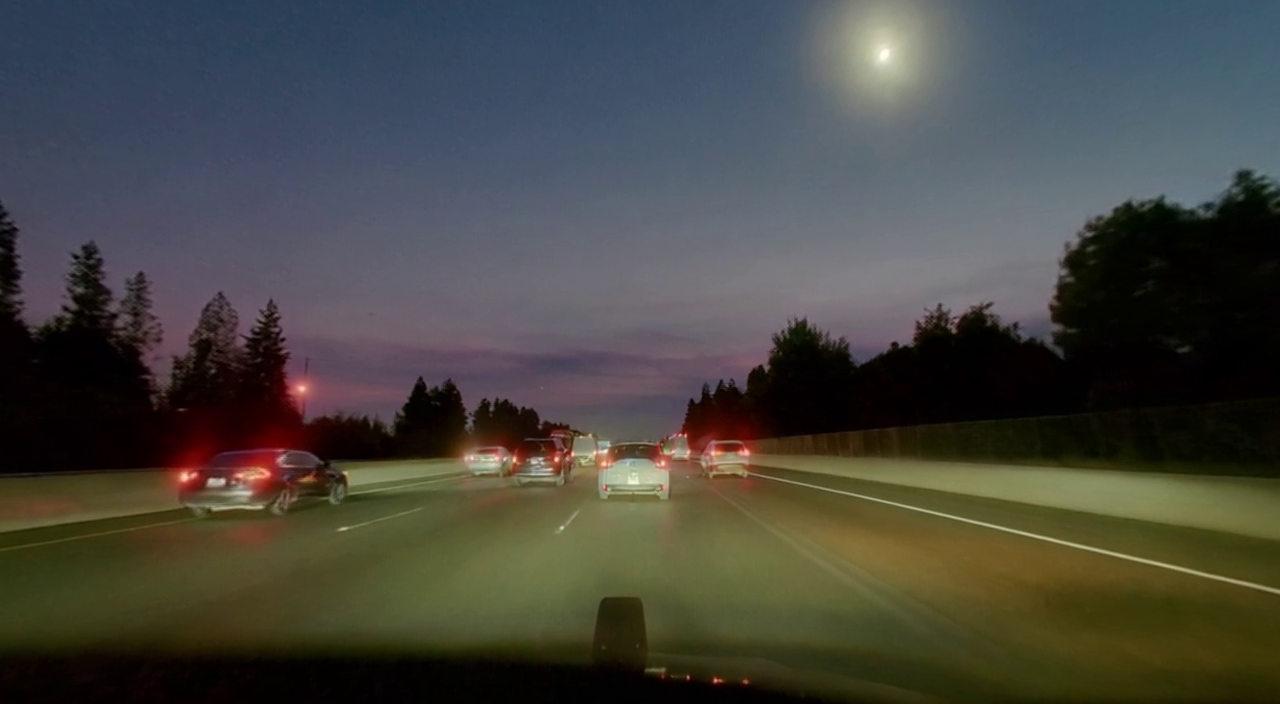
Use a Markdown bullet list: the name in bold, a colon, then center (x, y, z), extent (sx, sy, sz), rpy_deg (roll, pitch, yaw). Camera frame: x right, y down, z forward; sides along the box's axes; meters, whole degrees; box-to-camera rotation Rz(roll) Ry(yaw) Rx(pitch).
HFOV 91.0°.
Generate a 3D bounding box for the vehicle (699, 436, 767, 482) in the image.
- **vehicle**: center (4.013, 4.722, 28.139), extent (2.175, 1.830, 5.173), rpy_deg (0, -9, -1)

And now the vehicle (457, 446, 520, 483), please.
- **vehicle**: center (-7.112, 5.278, 29.982), extent (1.931, 1.617, 4.060), rpy_deg (0, -9, 0)

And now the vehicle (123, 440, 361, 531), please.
- **vehicle**: center (-7.743, 2.594, 12.936), extent (1.927, 1.514, 4.474), rpy_deg (0, -9, 0)

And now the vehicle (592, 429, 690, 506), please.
- **vehicle**: center (0.050, 2.949, 16.492), extent (2.223, 1.722, 4.177), rpy_deg (0, -9, 1)

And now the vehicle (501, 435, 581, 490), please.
- **vehicle**: center (-3.476, 3.964, 22.952), extent (2.142, 1.808, 4.266), rpy_deg (0, -9, 1)
